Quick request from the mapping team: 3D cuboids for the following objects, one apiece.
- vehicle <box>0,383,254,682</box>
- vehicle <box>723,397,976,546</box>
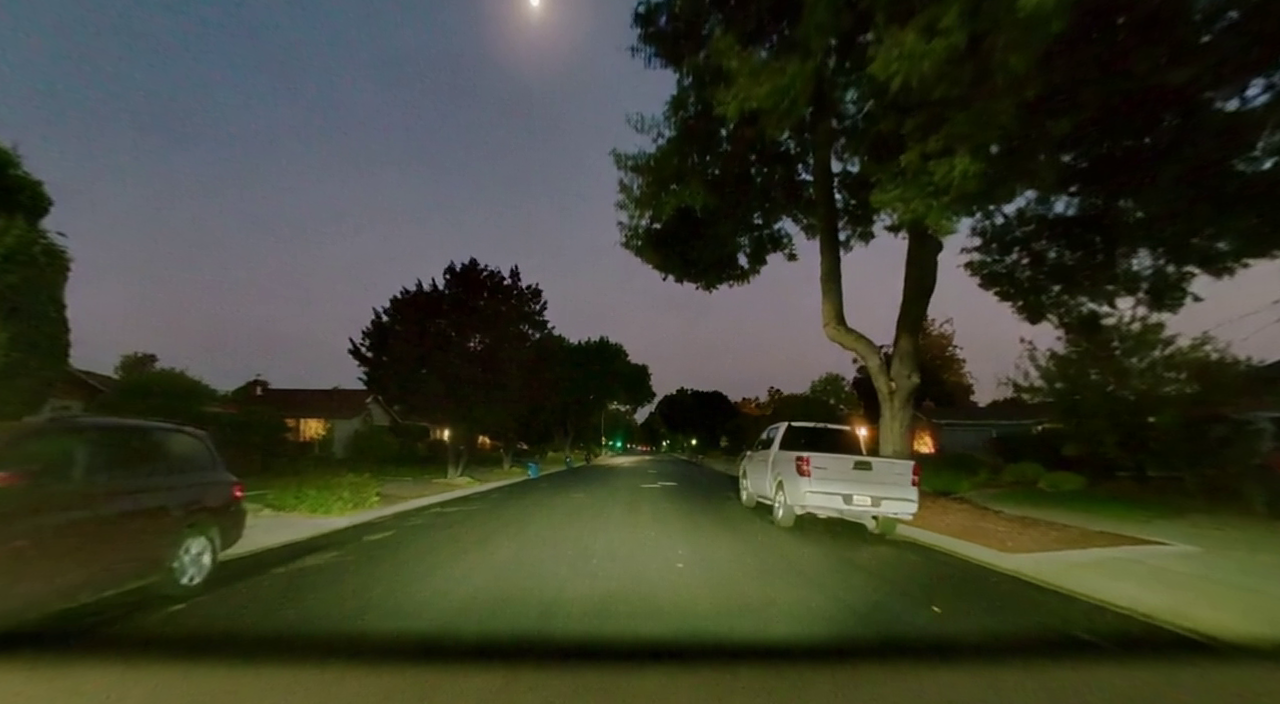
[{"bbox_3d":[-5.039,1.182,4.300,2.075,1.837,4.945,0,-7,-6],"label":"vehicle"},{"bbox_3d":[3.622,2.350,13.221,2.789,2.206,7.420,0,-9,0],"label":"vehicle"}]
